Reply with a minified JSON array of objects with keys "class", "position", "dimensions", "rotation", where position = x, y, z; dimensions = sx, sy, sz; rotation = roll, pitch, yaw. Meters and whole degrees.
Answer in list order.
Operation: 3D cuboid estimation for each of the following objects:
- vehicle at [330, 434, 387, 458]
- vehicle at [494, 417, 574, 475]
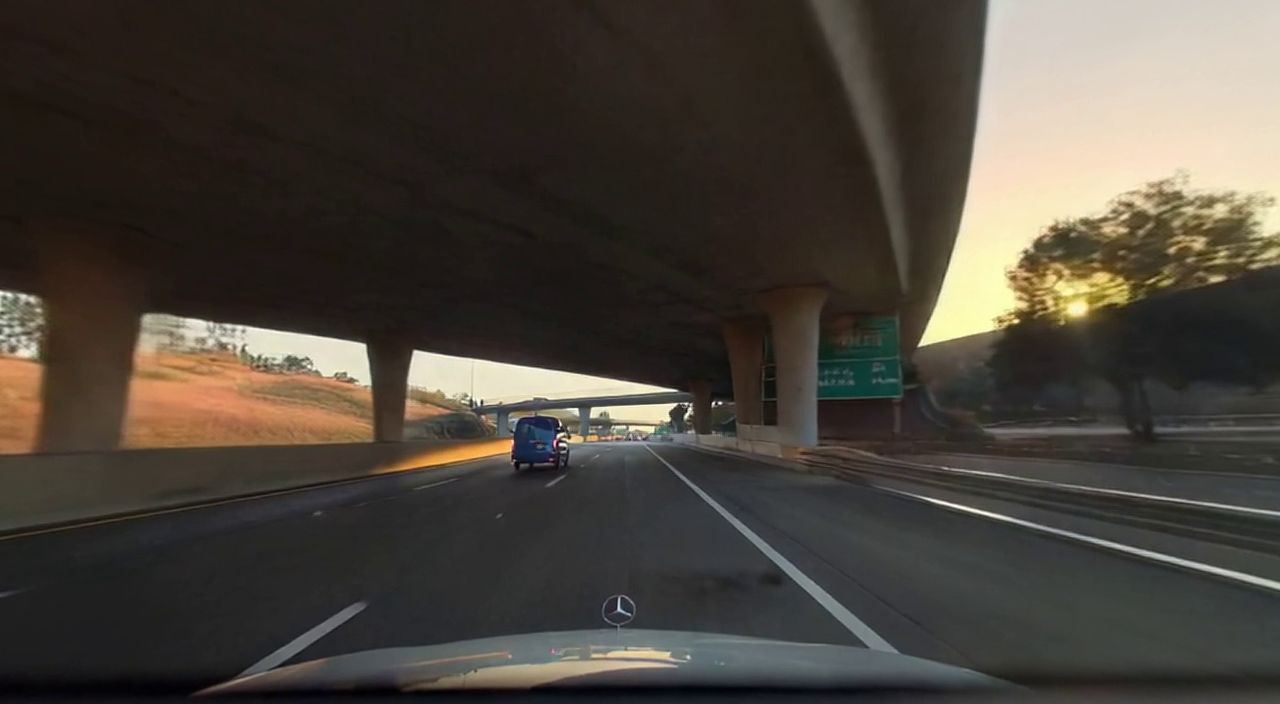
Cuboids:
[{"class":"vehicle","position":[-21.294,7.111,47.791],"dimensions":[2.024,1.717,5.039],"rotation":[0,-8,-1]},{"class":"vehicle","position":[-4.029,3.659,24.791],"dimensions":[2.309,2.053,4.884],"rotation":[0,-8,0]}]
